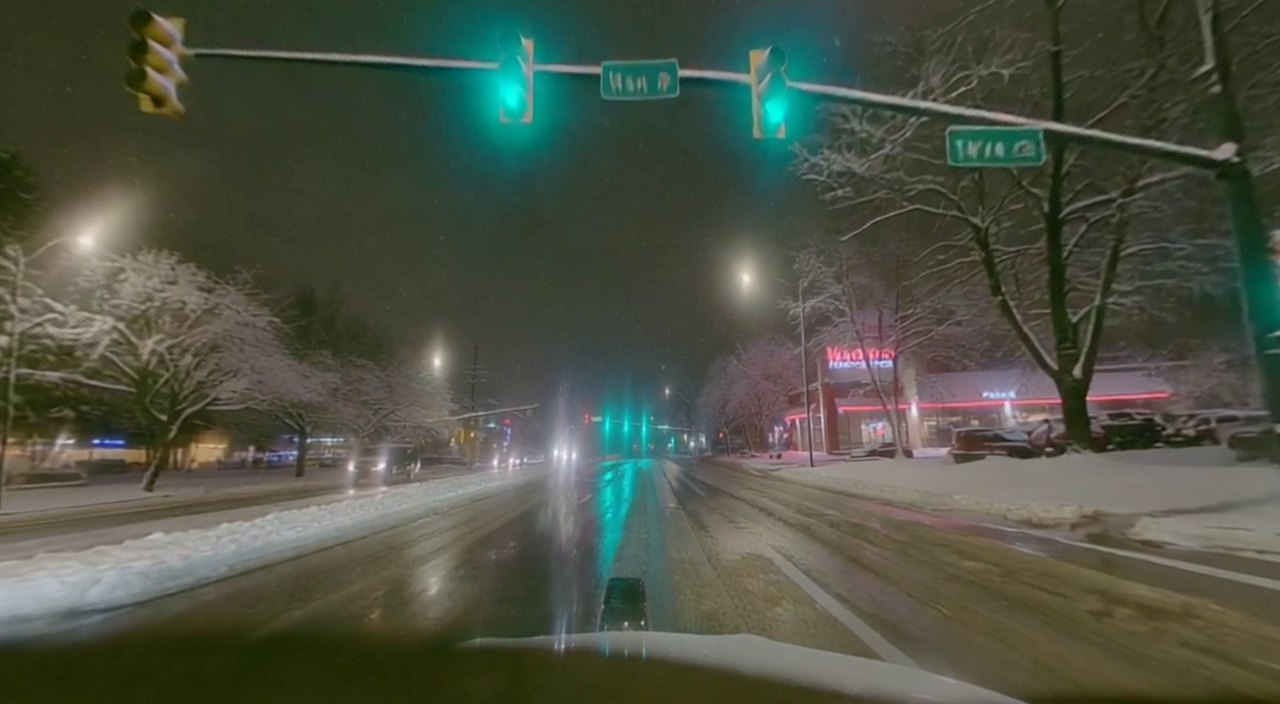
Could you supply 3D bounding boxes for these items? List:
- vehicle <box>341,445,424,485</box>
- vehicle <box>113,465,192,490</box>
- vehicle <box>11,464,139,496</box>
[{"bbox_3d":[-14.627,6.399,36.244,2.315,1.998,5.808,-3,-8,1],"label":"vehicle"},{"bbox_3d":[-31.562,8.143,40.895,3.590,1.441,1.605,2,-9,-15],"label":"vehicle"},{"bbox_3d":[-30.928,7.022,34.725,4.731,1.486,2.187,4,-9,-27],"label":"vehicle"}]
